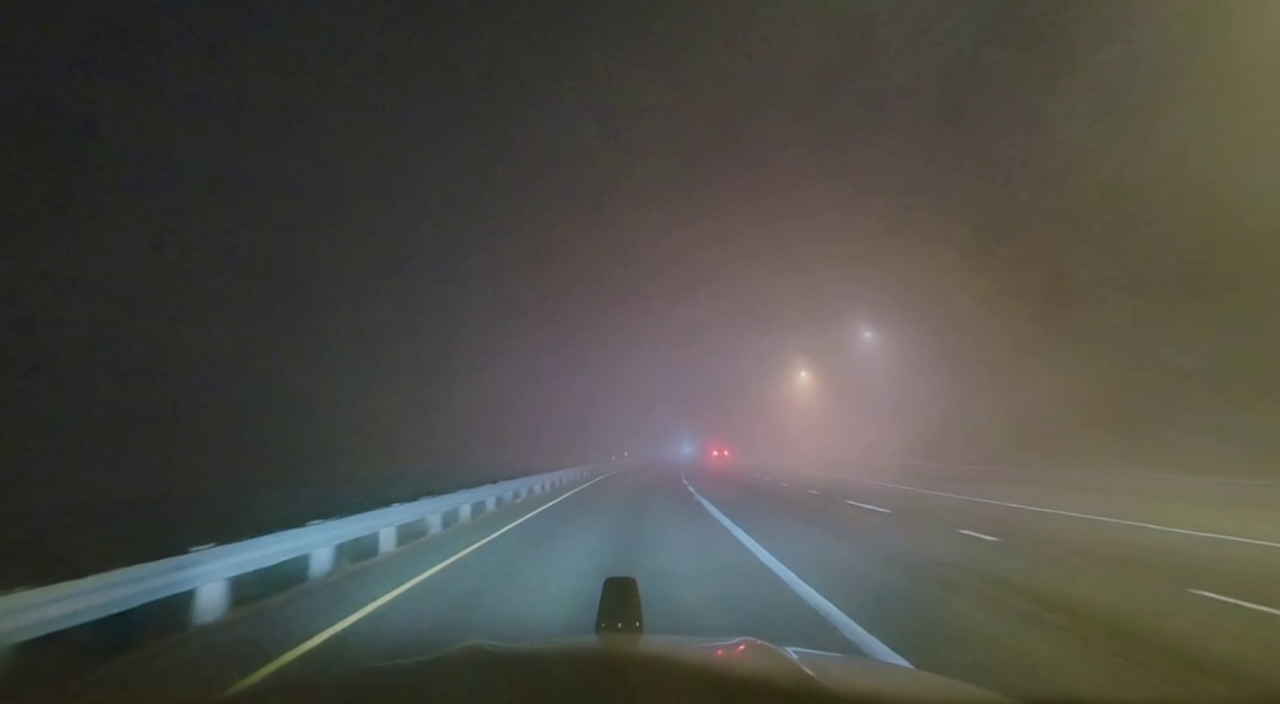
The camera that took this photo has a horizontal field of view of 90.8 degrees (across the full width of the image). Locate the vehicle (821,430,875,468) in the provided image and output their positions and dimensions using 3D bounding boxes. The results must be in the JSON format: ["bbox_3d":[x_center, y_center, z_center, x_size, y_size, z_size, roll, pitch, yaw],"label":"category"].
[{"bbox_3d":[14.271,6.681,43.568,3.055,2.511,2.572,-2,-9,8],"label":"vehicle"}]

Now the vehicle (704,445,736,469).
[{"bbox_3d":[5.376,7.098,42.958,1.874,1.506,4.116,-1,-8,3],"label":"vehicle"}]
